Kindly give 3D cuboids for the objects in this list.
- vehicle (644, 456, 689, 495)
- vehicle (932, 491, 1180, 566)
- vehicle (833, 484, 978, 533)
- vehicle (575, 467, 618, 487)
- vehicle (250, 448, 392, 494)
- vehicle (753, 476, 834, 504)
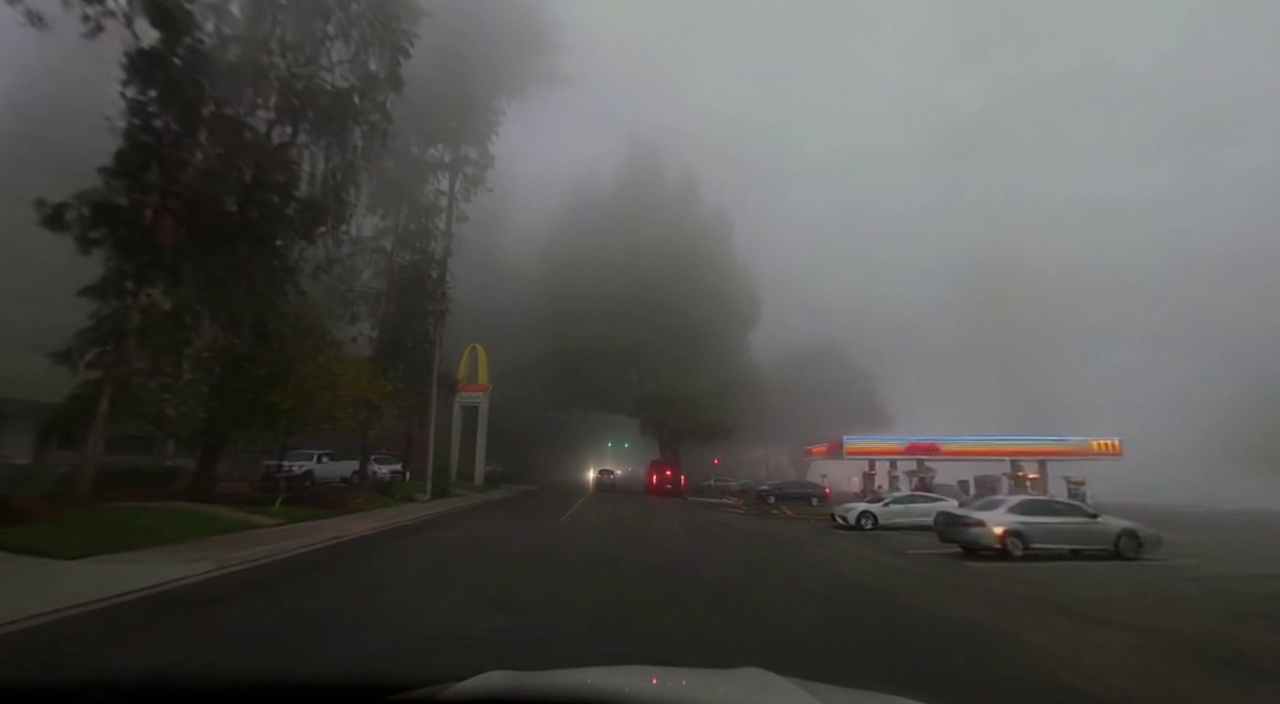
[{"bbox_3d":[1.465,7.280,37.351,2.153,2.074,5.188,1,-10,-3],"label":"vehicle"},{"bbox_3d":[9.360,3.997,14.455,4.316,1.462,1.921,1,-10,-3],"label":"vehicle"},{"bbox_3d":[9.104,5.396,21.862,4.169,1.474,1.850,1,-10,-2],"label":"vehicle"},{"bbox_3d":[-3.289,9.573,48.399,1.993,1.454,3.810,-3,-11,18],"label":"vehicle"},{"bbox_3d":[-12.670,4.767,25.246,4.575,1.641,2.006,11,-15,-43],"label":"vehicle"},{"bbox_3d":[8.784,7.909,36.204,4.123,1.446,1.807,1,-11,-3],"label":"vehicle"}]
